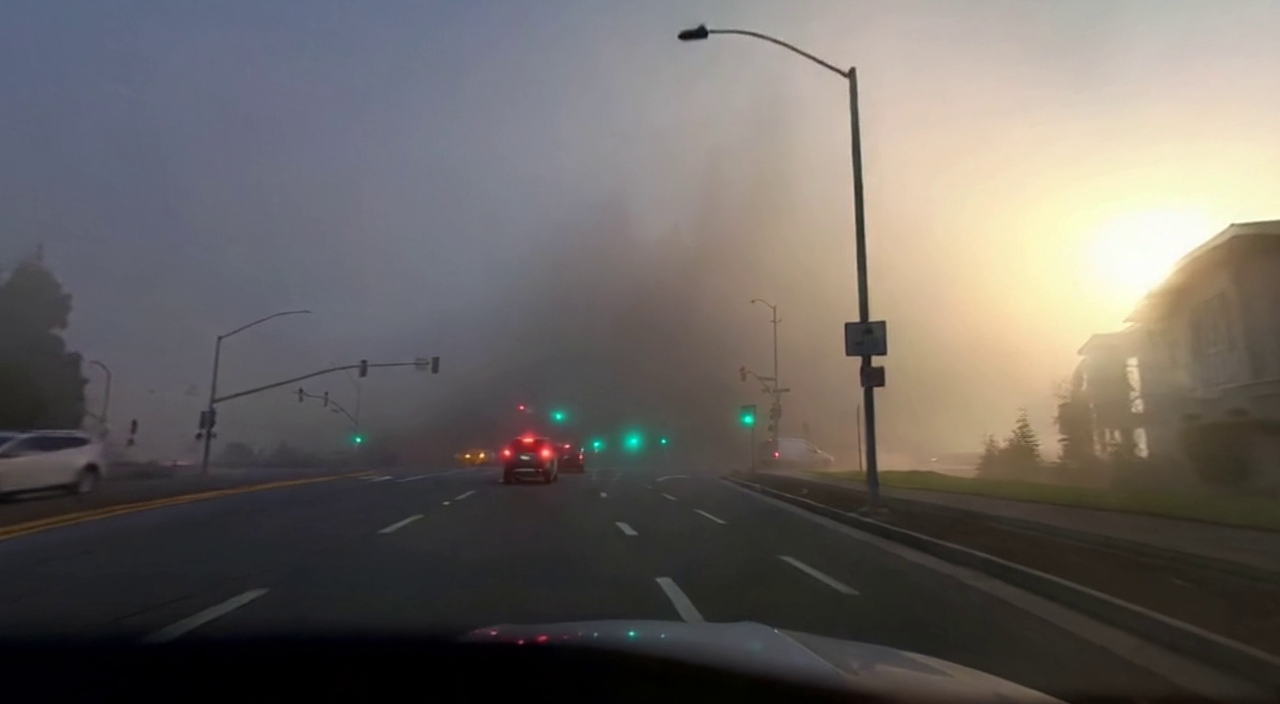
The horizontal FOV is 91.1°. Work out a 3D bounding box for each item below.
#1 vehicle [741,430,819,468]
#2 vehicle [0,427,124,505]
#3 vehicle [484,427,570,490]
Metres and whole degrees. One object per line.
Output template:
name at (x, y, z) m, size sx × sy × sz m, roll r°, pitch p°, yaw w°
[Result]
vehicle at (11.168, 7.677, 49.847) m, size 6.269 × 2.785 × 2.334 m, roll 6°, pitch -10°, yaw -34°
vehicle at (-16.192, 2.886, 16.114) m, size 2.086 × 1.797 × 4.749 m, roll 1°, pitch -9°, yaw -5°
vehicle at (-3.570, 3.453, 20.678) m, size 2.152 × 1.822 × 4.391 m, roll 0°, pitch -9°, yaw -2°
